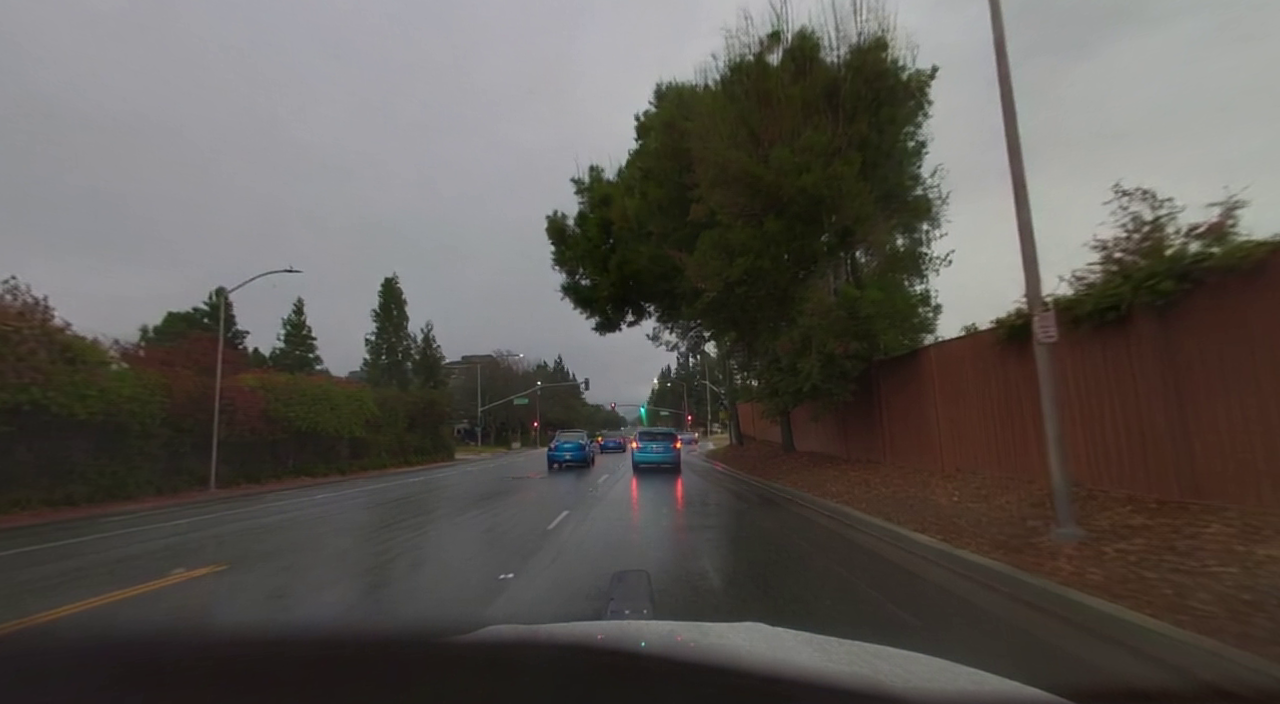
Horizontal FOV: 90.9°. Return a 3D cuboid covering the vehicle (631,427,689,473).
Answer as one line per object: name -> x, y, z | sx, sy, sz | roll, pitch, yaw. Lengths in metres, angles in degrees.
vehicle -> 0.766, 3.867, 25.030 | 2.127, 1.665, 3.993 | 0, -8, 1

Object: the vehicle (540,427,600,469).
vehicle -> -3.054, 4.341, 28.541 | 2.190, 1.766, 4.394 | 0, -8, 1
